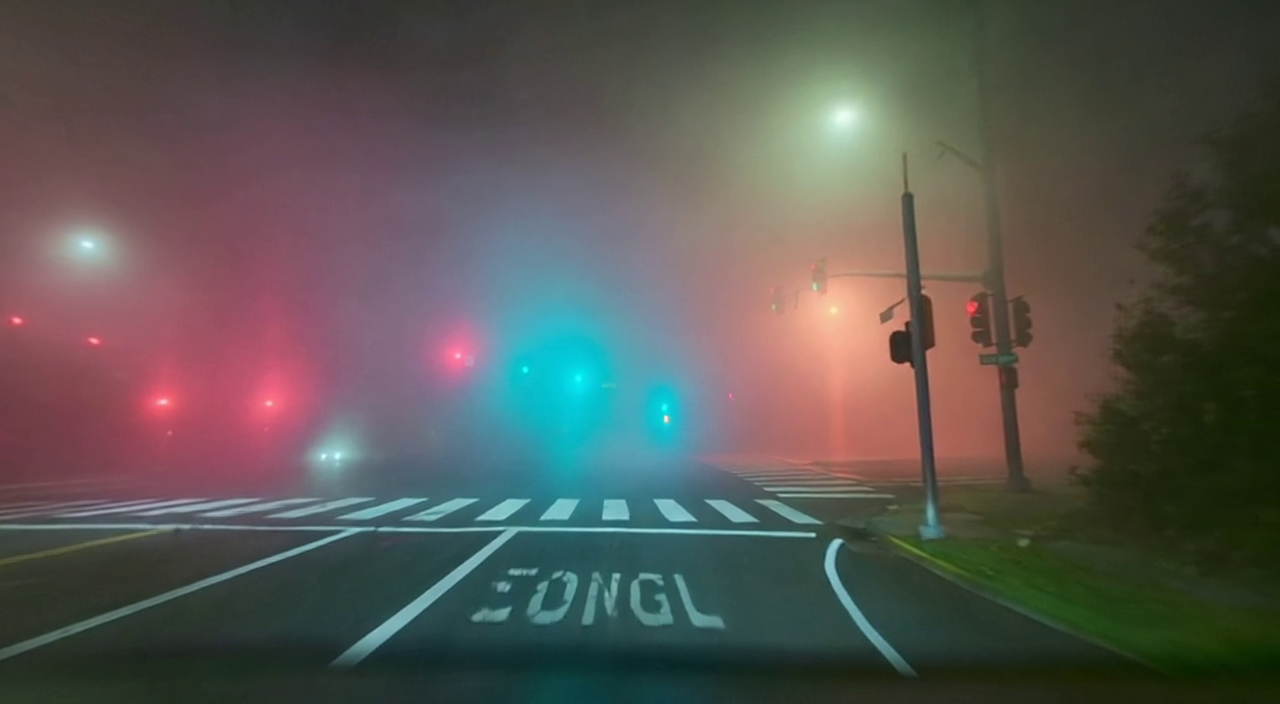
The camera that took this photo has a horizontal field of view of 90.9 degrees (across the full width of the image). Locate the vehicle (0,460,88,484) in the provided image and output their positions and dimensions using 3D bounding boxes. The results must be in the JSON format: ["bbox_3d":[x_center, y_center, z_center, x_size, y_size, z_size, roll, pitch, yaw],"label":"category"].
[{"bbox_3d":[-36.821,7.386,38.933,3.748,1.389,1.656,0,-8,0],"label":"vehicle"}]
